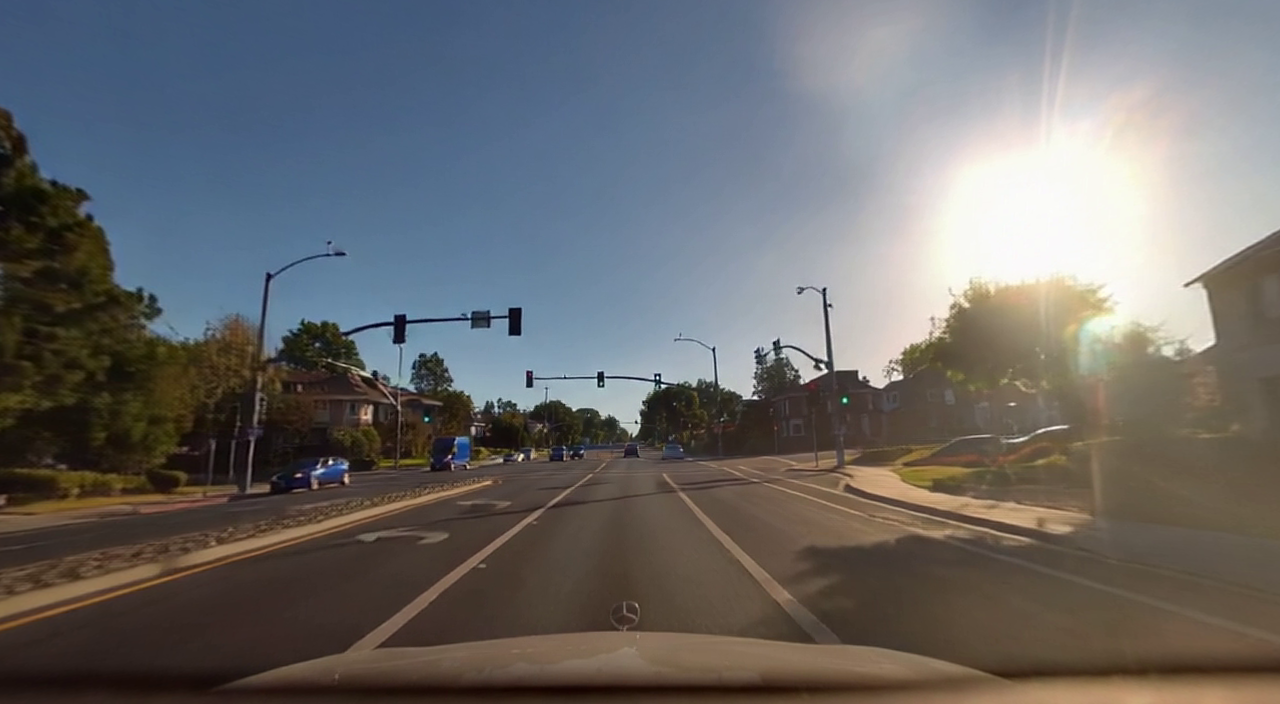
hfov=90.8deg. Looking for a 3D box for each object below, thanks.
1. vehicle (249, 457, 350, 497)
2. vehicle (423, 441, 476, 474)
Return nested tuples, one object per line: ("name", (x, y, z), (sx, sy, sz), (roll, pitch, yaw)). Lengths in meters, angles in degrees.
("vehicle", (-14.115, 5.179, 26.510), (1.888, 1.470, 4.282), (0, -8, -1))
("vehicle", (-13.899, 7.713, 46.424), (2.346, 2.217, 5.290), (0, -8, -2))
